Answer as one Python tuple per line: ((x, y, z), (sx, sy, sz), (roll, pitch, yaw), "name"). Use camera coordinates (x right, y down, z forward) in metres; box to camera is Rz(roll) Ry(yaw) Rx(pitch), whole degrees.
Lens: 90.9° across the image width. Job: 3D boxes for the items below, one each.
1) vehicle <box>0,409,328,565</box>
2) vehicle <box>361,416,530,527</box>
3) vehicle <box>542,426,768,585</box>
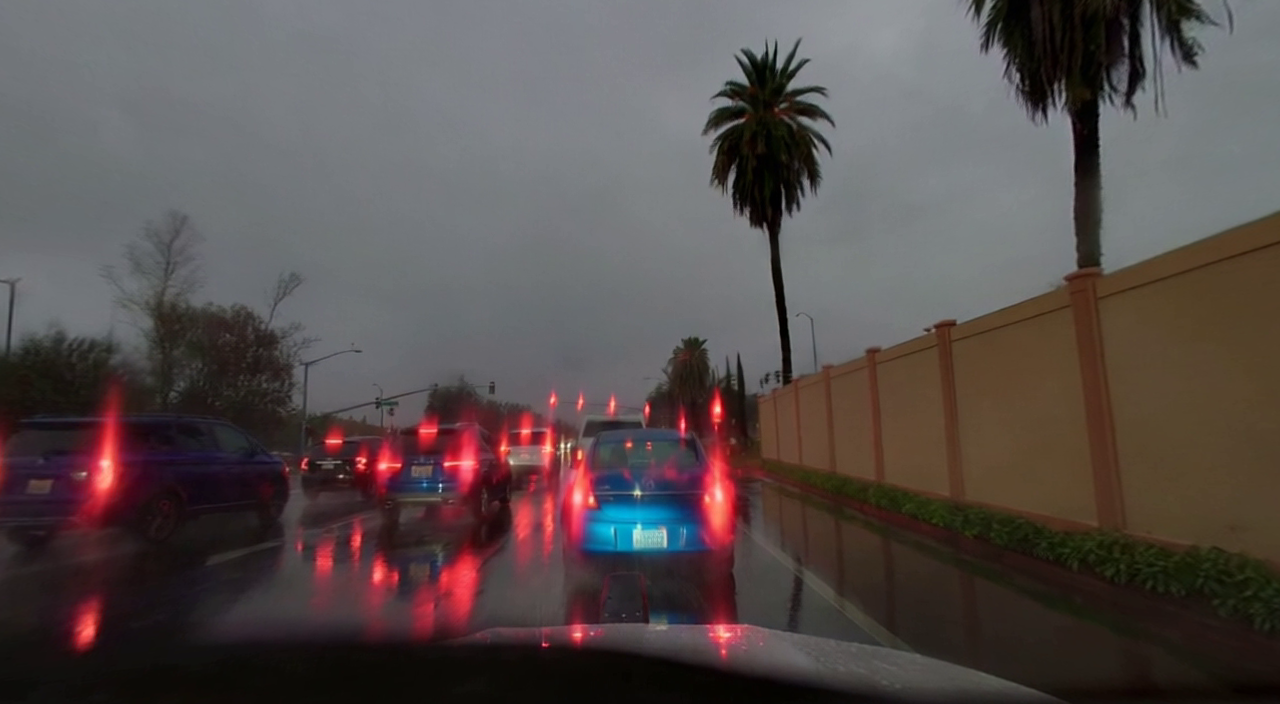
((-6.688, 1.832, 9.302), (1.963, 1.721, 4.467), (0, -8, -2), "vehicle")
((-3.458, 2.209, 12.168), (2.007, 1.746, 4.136), (0, -8, -1), "vehicle")
((0.065, 1.763, 8.138), (2.128, 1.473, 4.272), (0, -8, -2), "vehicle")
